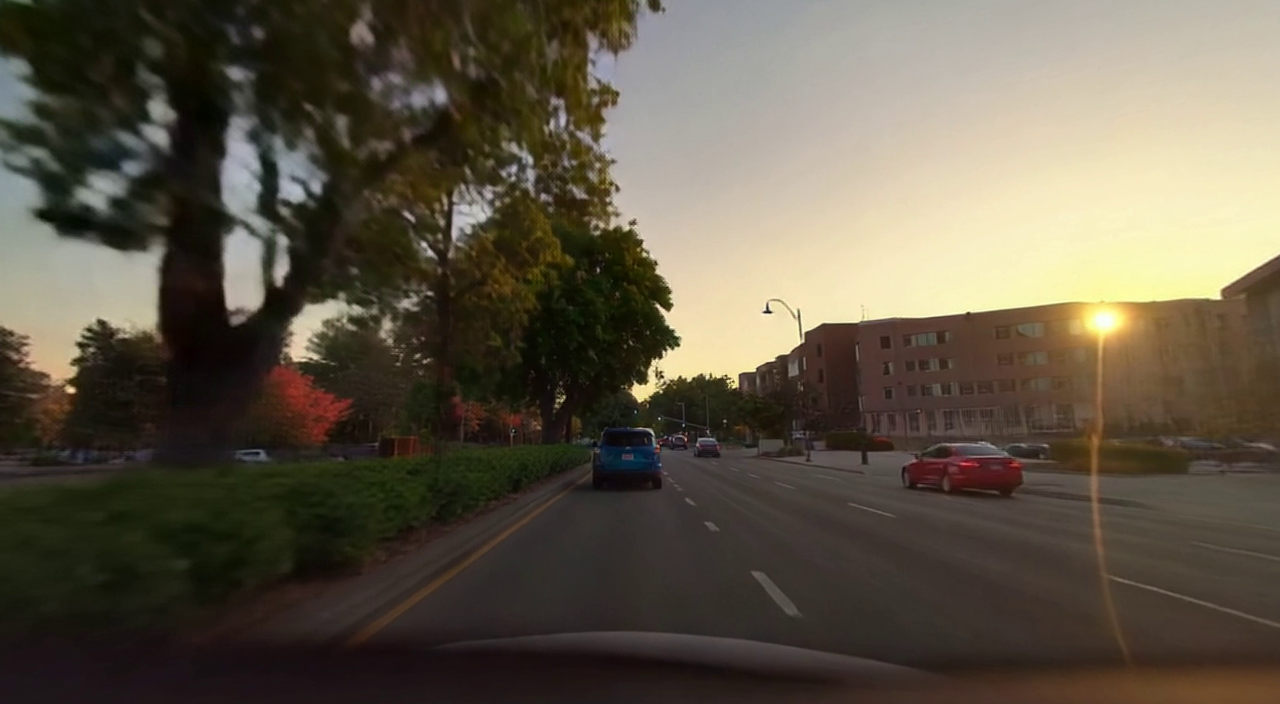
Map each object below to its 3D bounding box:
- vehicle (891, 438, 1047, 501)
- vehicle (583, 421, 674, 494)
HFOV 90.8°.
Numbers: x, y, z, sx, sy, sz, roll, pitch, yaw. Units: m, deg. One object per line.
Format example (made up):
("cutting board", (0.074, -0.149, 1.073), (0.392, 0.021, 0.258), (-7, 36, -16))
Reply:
("vehicle", (8.642, 3.109, 17.193), (2.002, 1.456, 4.631), (-1, -9, 4))
("vehicle", (-0.314, 2.943, 17.885), (2.277, 1.816, 4.192), (0, -9, -1))
